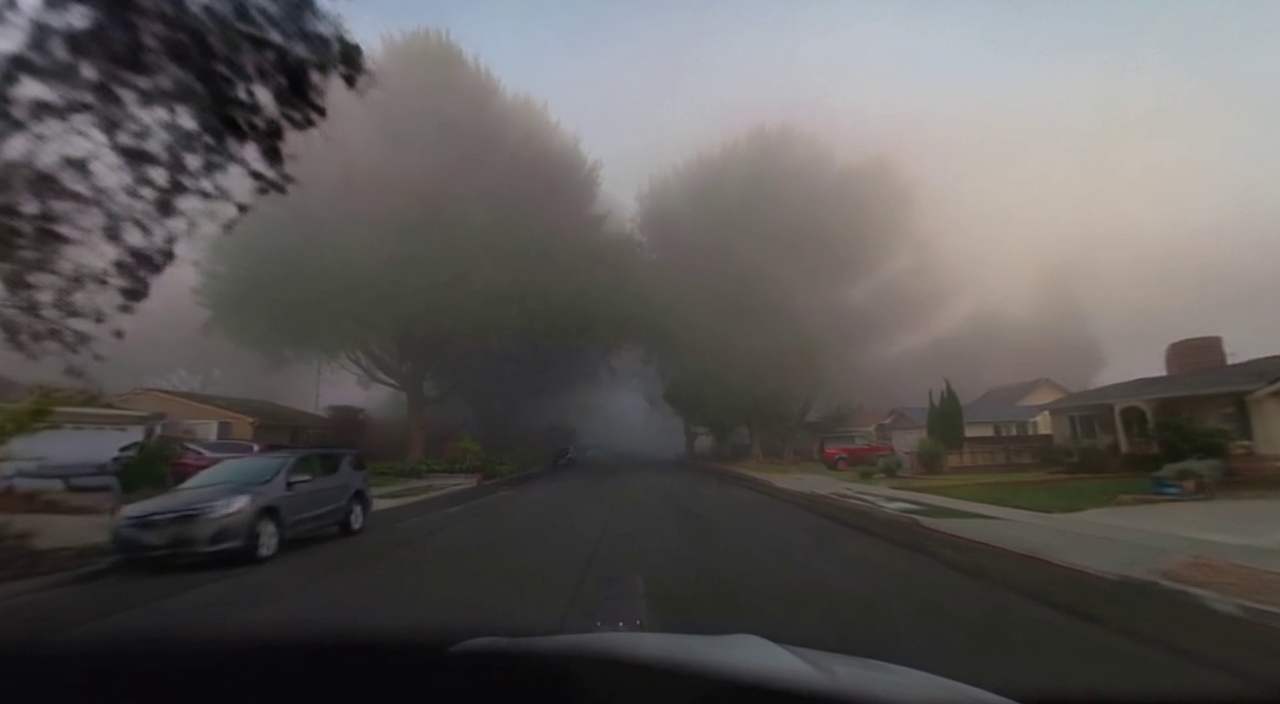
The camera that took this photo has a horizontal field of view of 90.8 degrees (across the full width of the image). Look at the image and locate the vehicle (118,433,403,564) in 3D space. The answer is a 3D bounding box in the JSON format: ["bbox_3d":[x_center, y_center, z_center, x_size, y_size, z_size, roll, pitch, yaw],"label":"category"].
[{"bbox_3d":[-5.636,2.188,10.192,1.944,1.621,4.187,-1,-9,0],"label":"vehicle"}]

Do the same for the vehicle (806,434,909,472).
[{"bbox_3d":[11.311,5.267,33.071,4.626,1.880,1.980,1,-9,-9],"label":"vehicle"}]
